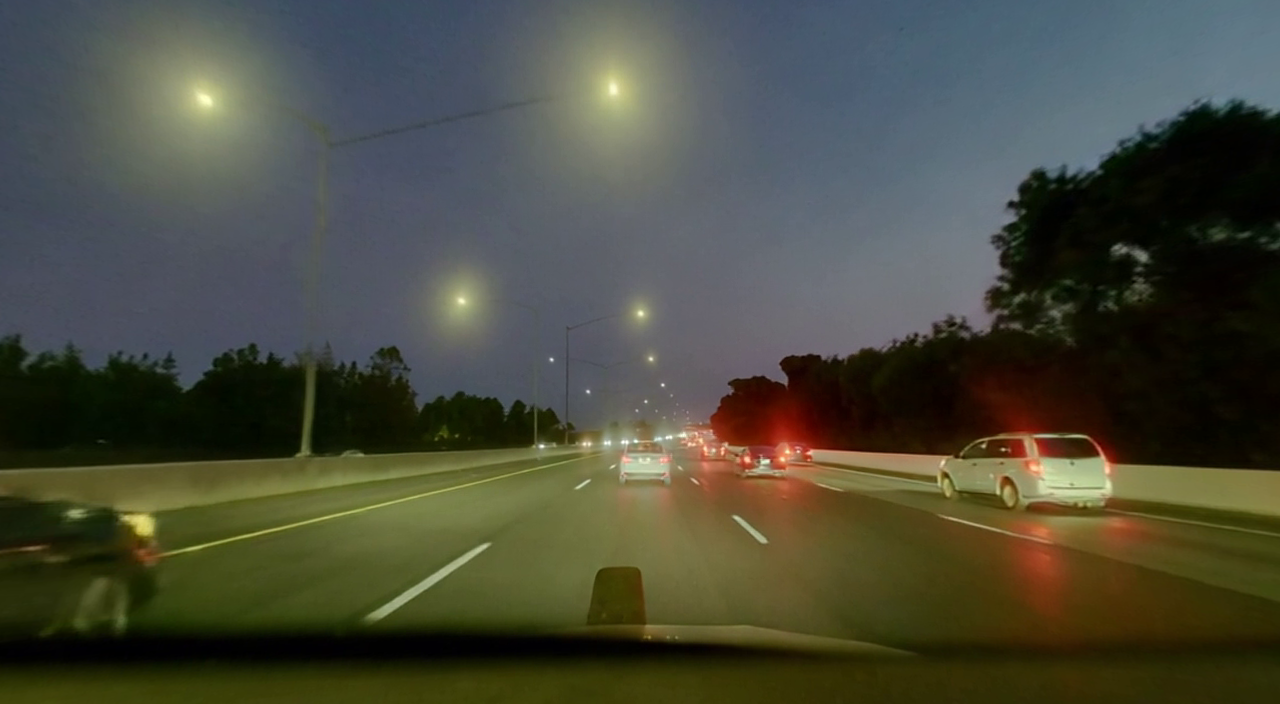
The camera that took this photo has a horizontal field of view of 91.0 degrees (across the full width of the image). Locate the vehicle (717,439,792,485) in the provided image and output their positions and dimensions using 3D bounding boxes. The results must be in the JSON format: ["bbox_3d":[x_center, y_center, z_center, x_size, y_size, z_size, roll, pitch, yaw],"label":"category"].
[{"bbox_3d":[4.070,3.987,23.140,1.999,1.514,4.338,0,-9,1],"label":"vehicle"}]

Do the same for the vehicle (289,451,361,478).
[{"bbox_3d":[-19.969,7.134,40.120,1.869,1.536,4.621,0,-9,5],"label":"vehicle"}]

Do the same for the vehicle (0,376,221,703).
[{"bbox_3d":[-4.180,0.802,2.196,2.128,1.627,4.697,0,-9,1],"label":"vehicle"}]

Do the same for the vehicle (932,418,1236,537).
[{"bbox_3d":[7.414,2.138,11.377,2.028,1.657,4.823,0,-9,1],"label":"vehicle"}]

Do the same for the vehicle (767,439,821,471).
[{"bbox_3d":[8.168,5.494,33.786,1.956,1.588,4.305,0,-9,2],"label":"vehicle"}]

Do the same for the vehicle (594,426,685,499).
[{"bbox_3d":[0.048,2.974,17.240,2.181,1.728,3.970,0,-9,2],"label":"vehicle"}]
